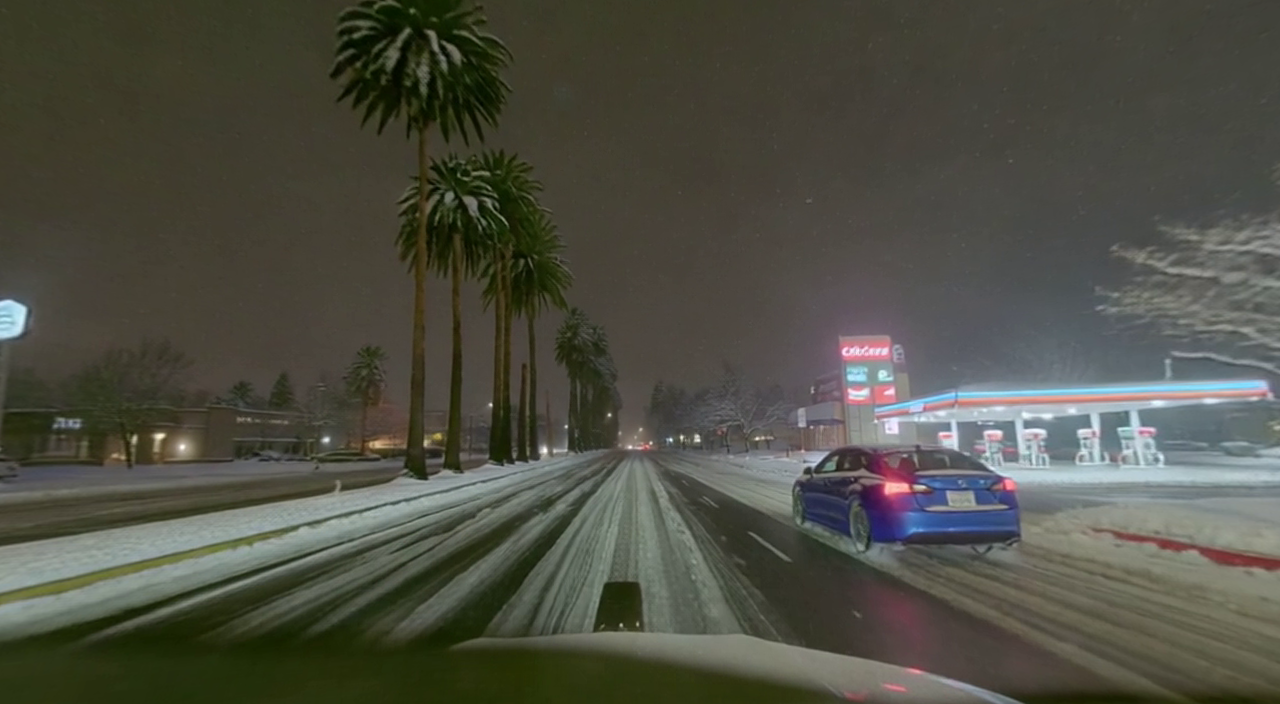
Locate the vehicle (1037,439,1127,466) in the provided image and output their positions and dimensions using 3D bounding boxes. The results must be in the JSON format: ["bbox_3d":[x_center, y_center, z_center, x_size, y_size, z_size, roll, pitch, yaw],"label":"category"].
[{"bbox_3d":[28.544,6.511,40.873,4.280,1.637,2.009,0,-9,-2],"label":"vehicle"}]

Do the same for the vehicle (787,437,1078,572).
[{"bbox_3d":[3.711,1.977,9.085,1.978,1.442,4.262,0,-8,-3],"label":"vehicle"}]
